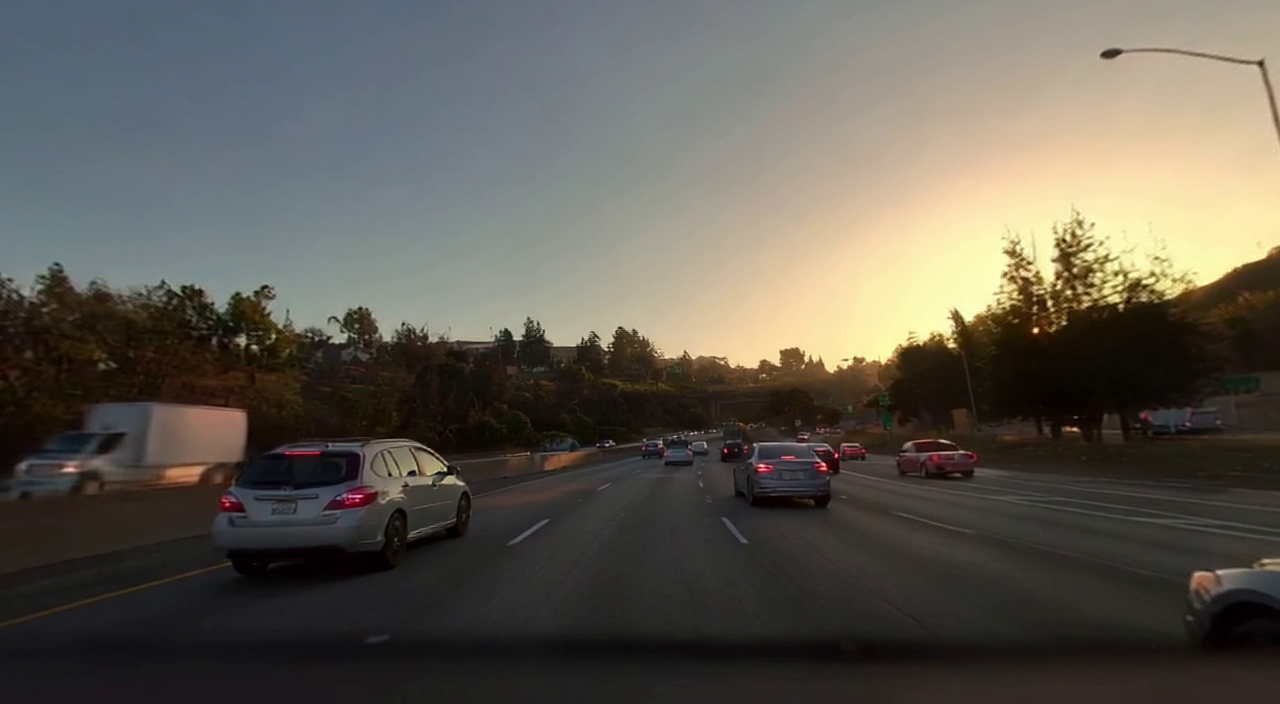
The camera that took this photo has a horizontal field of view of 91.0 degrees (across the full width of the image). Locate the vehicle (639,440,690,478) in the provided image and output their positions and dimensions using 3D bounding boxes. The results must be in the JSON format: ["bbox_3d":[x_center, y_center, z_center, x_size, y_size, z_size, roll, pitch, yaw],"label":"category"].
[{"bbox_3d":[1.140,4.873,28.893,2.201,1.614,3.803,0,-9,3],"label":"vehicle"}]

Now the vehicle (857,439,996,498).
[{"bbox_3d":[8.188,3.359,18.592,2.014,1.506,4.626,0,-9,1],"label":"vehicle"}]

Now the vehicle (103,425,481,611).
[{"bbox_3d":[-3.544,1.762,7.662,1.937,1.558,4.469,0,-9,2],"label":"vehicle"}]

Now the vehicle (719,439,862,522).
[{"bbox_3d":[3.018,2.693,13.735,2.009,1.489,4.559,0,-9,0],"label":"vehicle"}]

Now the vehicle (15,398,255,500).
[{"bbox_3d":[-19.662,3.908,25.447,2.839,3.446,7.700,-1,-9,4],"label":"vehicle"}]
